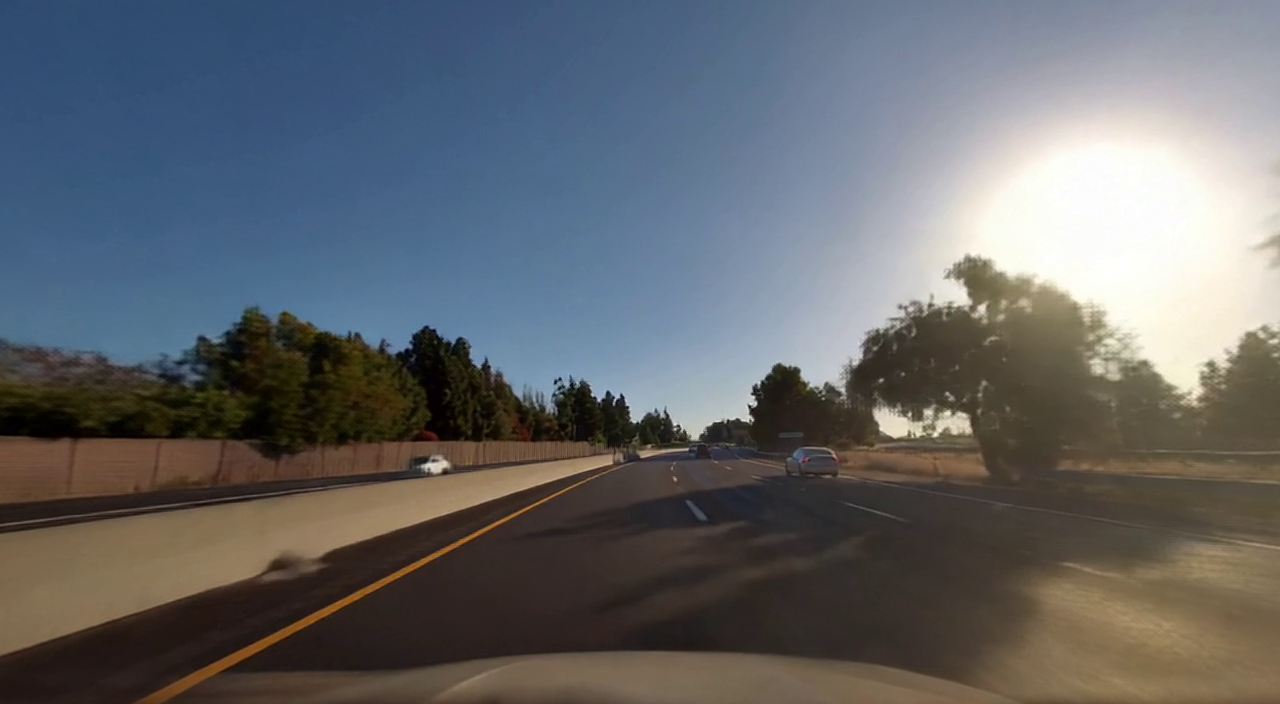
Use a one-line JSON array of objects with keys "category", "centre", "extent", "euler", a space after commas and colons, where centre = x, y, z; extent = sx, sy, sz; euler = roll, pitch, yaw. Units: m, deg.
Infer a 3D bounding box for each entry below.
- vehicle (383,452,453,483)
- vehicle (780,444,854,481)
[{"category": "vehicle", "centre": [-12.261, 6.390, 35.085], "extent": [2.061, 1.520, 4.669], "euler": [-1, -9, 2]}, {"category": "vehicle", "centre": [7.896, 4.966, 28.489], "extent": [1.983, 1.486, 4.545], "euler": [0, -9, 0]}]
